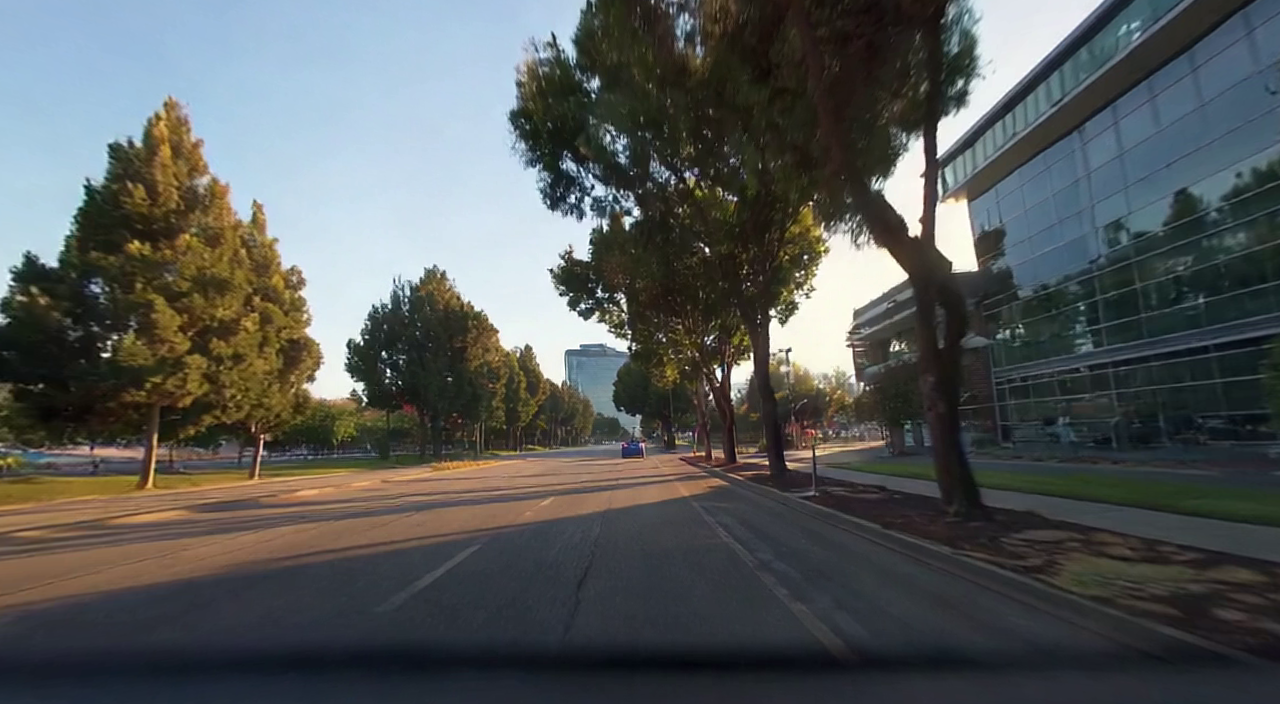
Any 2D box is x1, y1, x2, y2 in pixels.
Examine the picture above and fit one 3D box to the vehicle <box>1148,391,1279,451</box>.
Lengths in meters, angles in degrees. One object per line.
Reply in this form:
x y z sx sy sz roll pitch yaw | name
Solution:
30.123 3.559 32.476 5.760 2.710 2.321 -2 -9 -2 | vehicle
